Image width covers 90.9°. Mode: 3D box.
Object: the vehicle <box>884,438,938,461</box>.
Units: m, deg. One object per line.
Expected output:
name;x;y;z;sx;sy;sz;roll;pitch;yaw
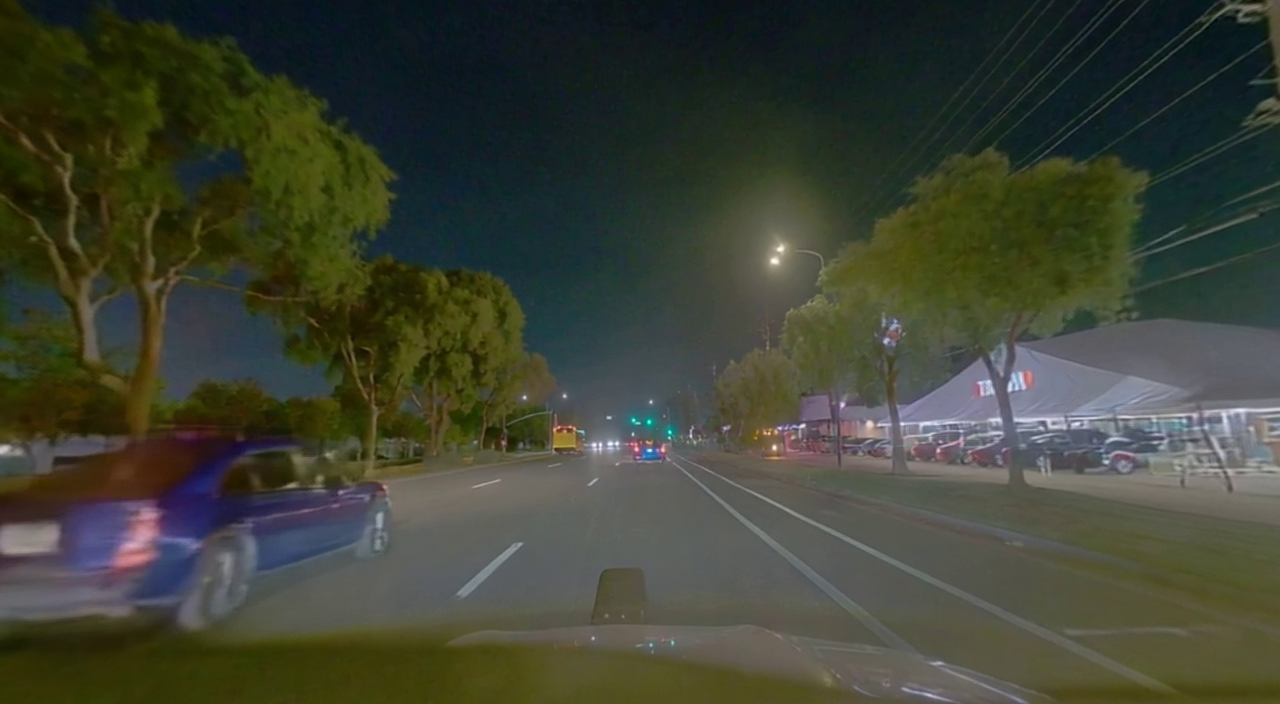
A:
vehicle;19.150;6.926;44.750;1.826;1.532;4.290;0;-9;-1

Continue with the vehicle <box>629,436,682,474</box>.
vehicle;0.592;4.446;27.377;2.123;1.498;4.226;0;-9;0

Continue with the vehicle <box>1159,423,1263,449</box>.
vehicle;33.202;4.914;36.752;4.215;1.462;1.883;0;-9;-1

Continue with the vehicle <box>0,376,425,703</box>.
vehicle;-3.629;1.252;5.269;2.148;1.636;4.199;0;-9;0

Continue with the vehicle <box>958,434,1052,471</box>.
vehicle;19.005;5.270;33.156;1.965;1.749;4.838;0;-9;-1

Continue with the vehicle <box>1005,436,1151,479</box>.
vehicle;19.019;4.603;27.878;2.229;1.661;5.991;0;-9;1
